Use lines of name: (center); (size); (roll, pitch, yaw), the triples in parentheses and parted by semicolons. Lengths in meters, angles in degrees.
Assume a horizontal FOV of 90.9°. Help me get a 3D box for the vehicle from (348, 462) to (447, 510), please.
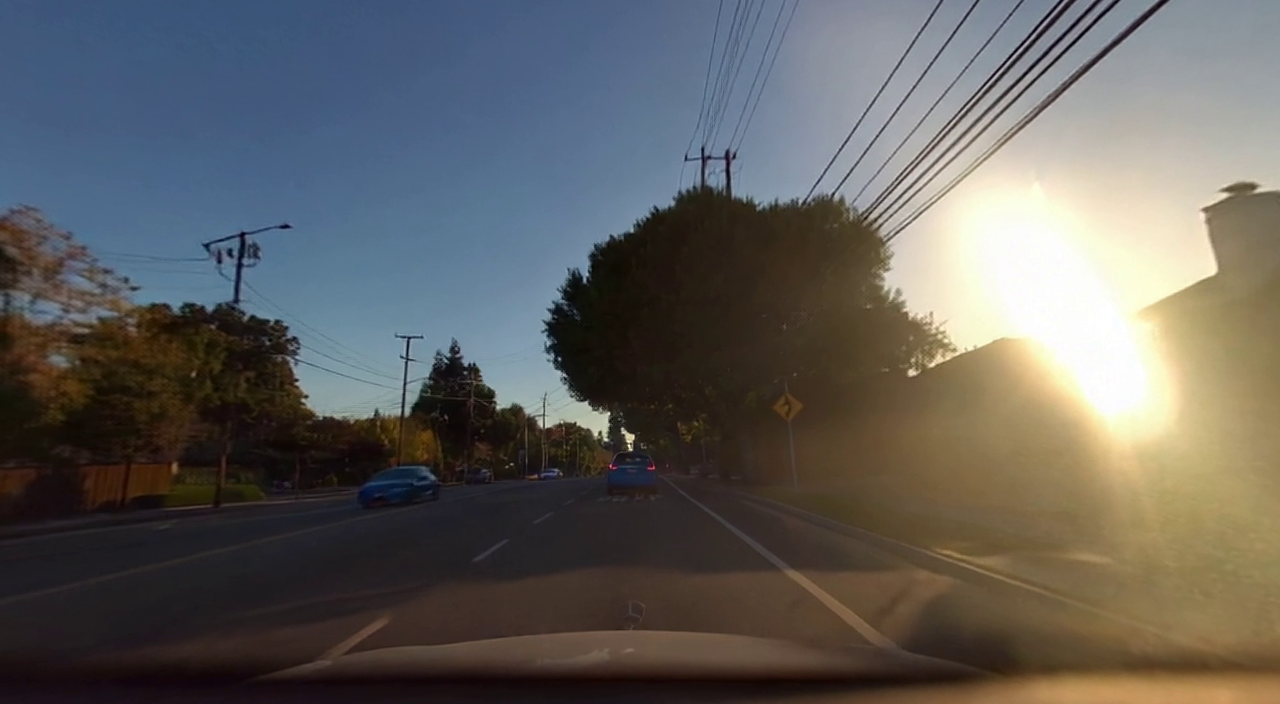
vehicle: (-9.207, 5.109, 24.442); (1.960, 1.490, 4.674); (0, -8, 1)

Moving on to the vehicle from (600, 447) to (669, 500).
vehicle: (-0.196, 4.196, 22.287); (2.200, 1.653, 4.127); (0, -8, -1)
